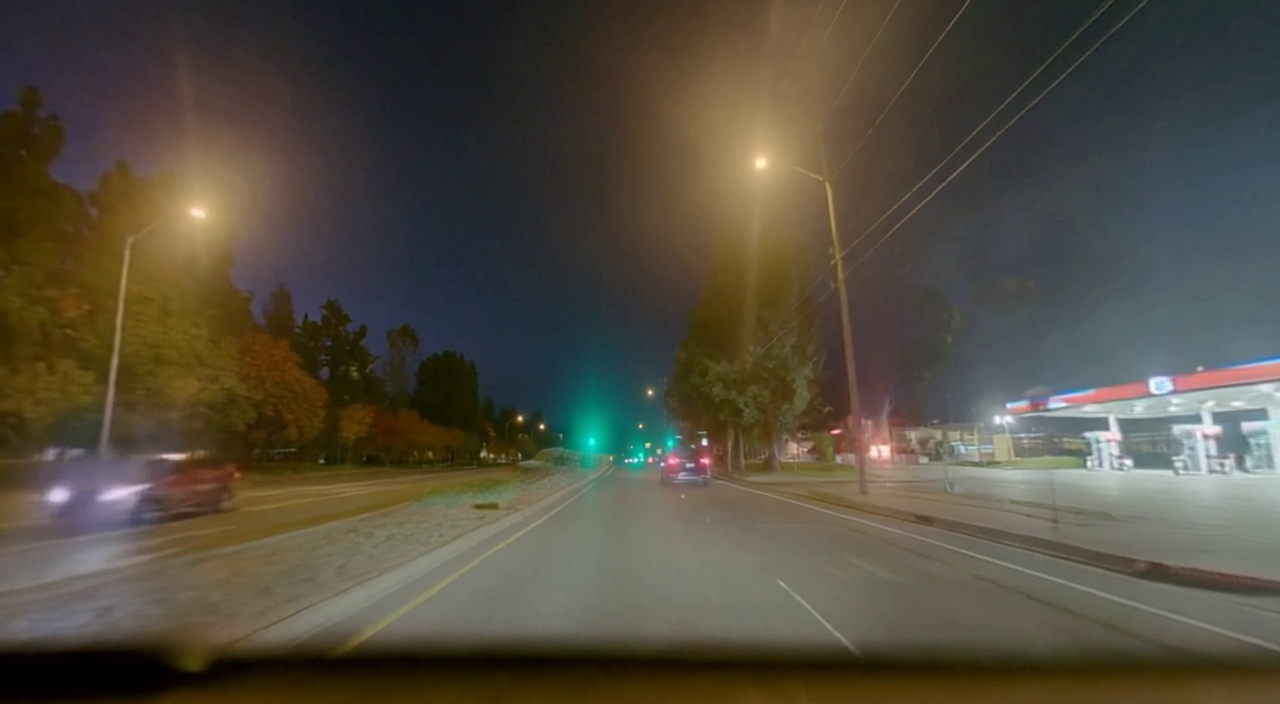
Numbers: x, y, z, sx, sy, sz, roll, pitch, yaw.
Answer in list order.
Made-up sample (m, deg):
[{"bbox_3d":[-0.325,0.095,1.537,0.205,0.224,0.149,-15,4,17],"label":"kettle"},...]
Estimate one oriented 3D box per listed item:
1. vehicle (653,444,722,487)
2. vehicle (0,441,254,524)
[{"bbox_3d":[1.686,4.221,23.879,2.061,1.475,4.296,0,-9,-3],"label":"vehicle"},{"bbox_3d":[-10.758,2.704,13.742,1.893,1.480,4.482,0,-9,0],"label":"vehicle"}]
